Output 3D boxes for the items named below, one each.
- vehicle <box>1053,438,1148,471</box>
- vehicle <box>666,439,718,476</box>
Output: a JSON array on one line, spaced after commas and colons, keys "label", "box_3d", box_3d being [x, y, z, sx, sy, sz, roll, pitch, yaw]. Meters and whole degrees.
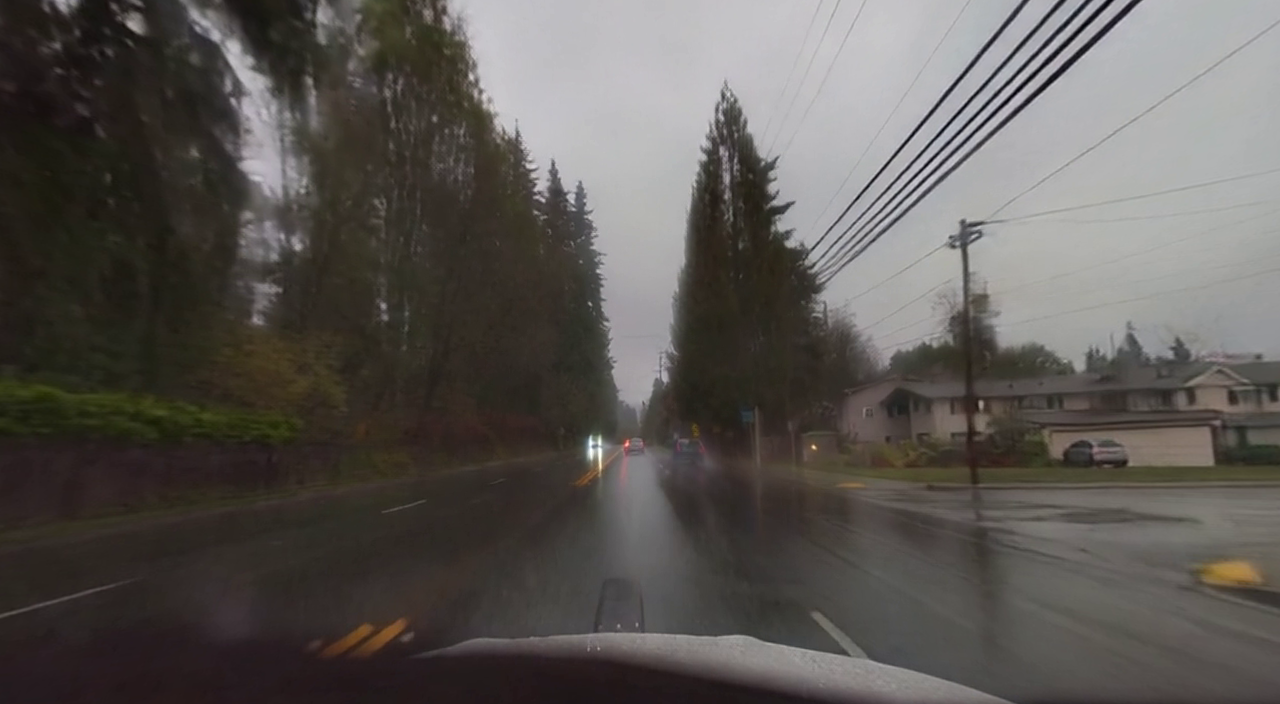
[{"label": "vehicle", "box_3d": [22.288, 4.978, 30.668, 1.851, 1.458, 3.709, 0, -9, 1]}, {"label": "vehicle", "box_3d": [2.277, 4.734, 28.410, 1.975, 1.497, 3.647, 0, -9, -1]}]
